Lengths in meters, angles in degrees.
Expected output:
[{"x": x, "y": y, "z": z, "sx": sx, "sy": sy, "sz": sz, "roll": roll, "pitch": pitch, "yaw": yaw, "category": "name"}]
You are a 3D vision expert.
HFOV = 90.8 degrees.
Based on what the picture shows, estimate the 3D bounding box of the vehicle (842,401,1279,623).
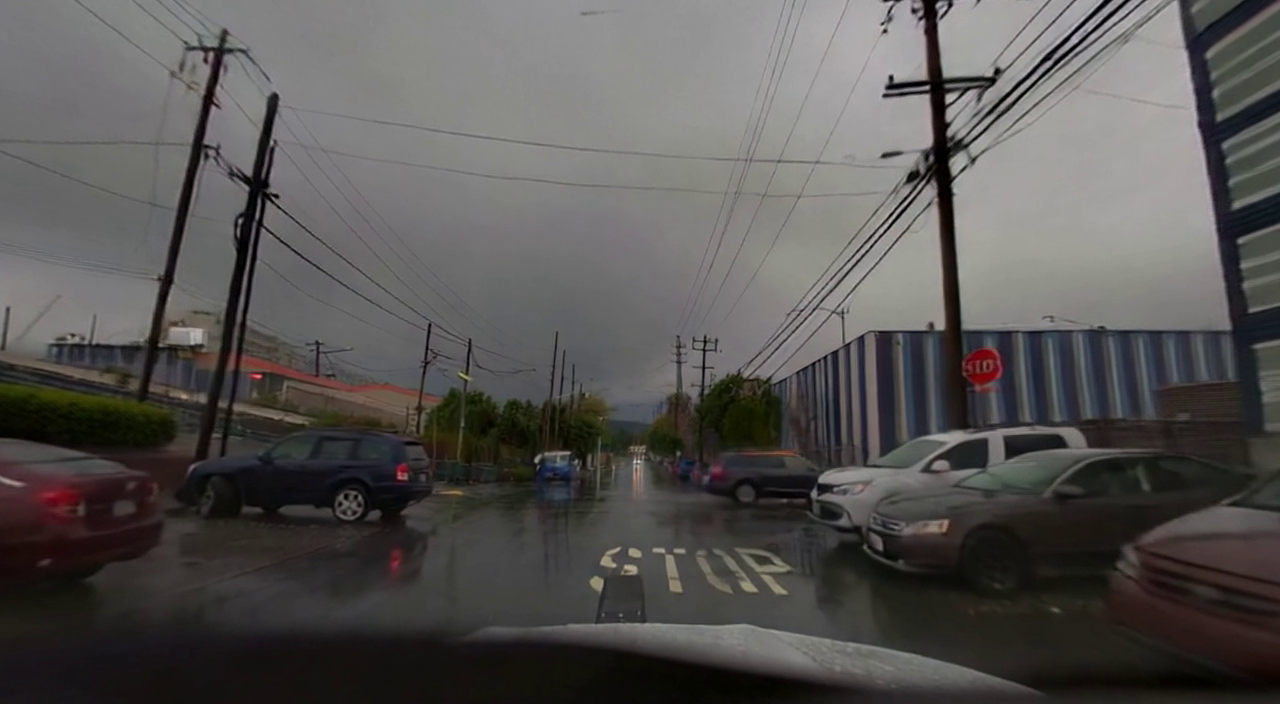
[{"x": 4.481, "y": 1.496, "z": 5.883, "sx": 4.554, "sy": 1.473, "sz": 1.876, "roll": 5, "pitch": -11, "yaw": -3, "category": "vehicle"}]

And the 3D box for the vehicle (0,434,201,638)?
[{"x": -6.909, "y": 1.363, "z": 5.425, "sx": 4.713, "sy": 1.440, "sz": 1.984, "roll": 3, "pitch": -11, "yaw": 2, "category": "vehicle"}]

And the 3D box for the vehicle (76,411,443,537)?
[{"x": -6.372, "y": 2.096, "z": 11.139, "sx": 5.025, "sy": 1.648, "sz": 2.055, "roll": 4, "pitch": -9, "yaw": -1, "category": "vehicle"}]

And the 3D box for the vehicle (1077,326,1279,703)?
[{"x": 4.890, "y": 0.924, "z": 2.740, "sx": 4.450, "sy": 1.719, "sz": 2.066, "roll": 4, "pitch": -10, "yaw": 1, "category": "vehicle"}]

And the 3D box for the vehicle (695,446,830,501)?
[{"x": 4.050, "y": 4.080, "z": 21.411, "sx": 4.157, "sy": 1.754, "sz": 1.835, "roll": 0, "pitch": -9, "yaw": -1, "category": "vehicle"}]
